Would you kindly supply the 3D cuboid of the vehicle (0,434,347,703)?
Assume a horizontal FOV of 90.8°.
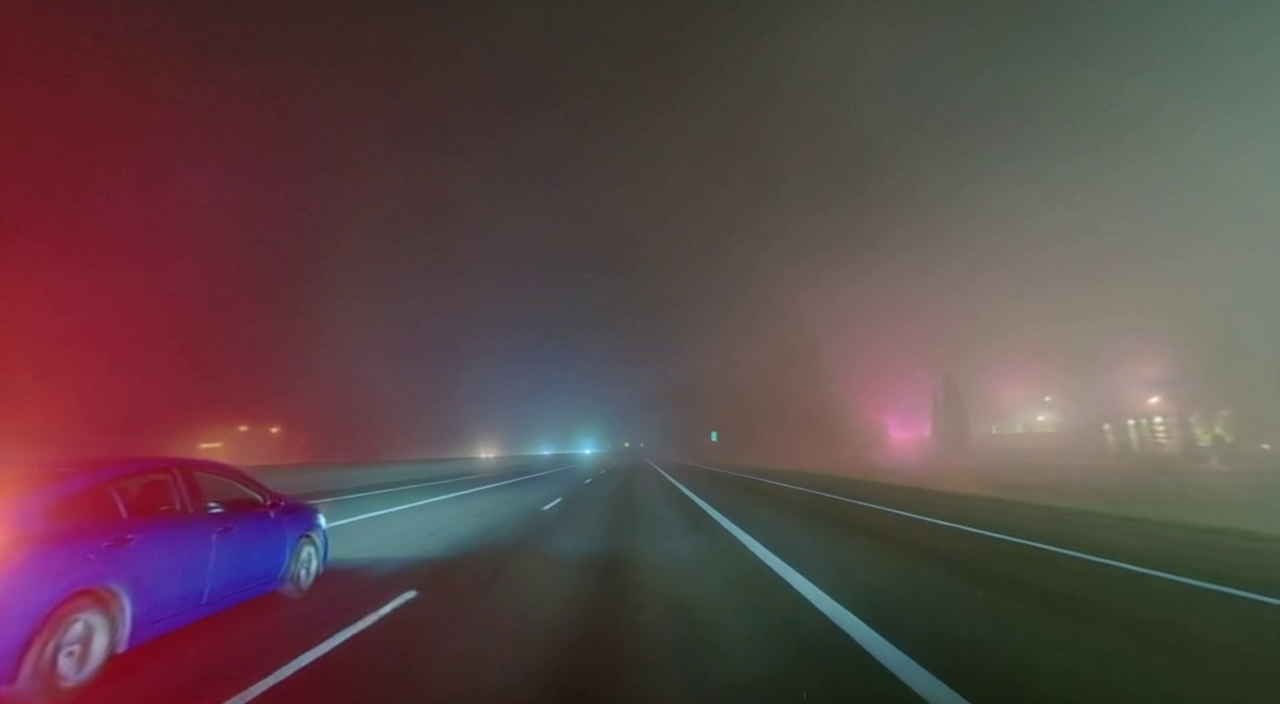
[{"bbox_3d":[-3.957,1.353,4.395,1.935,1.479,3.787,0,-9,1],"label":"vehicle"}]
